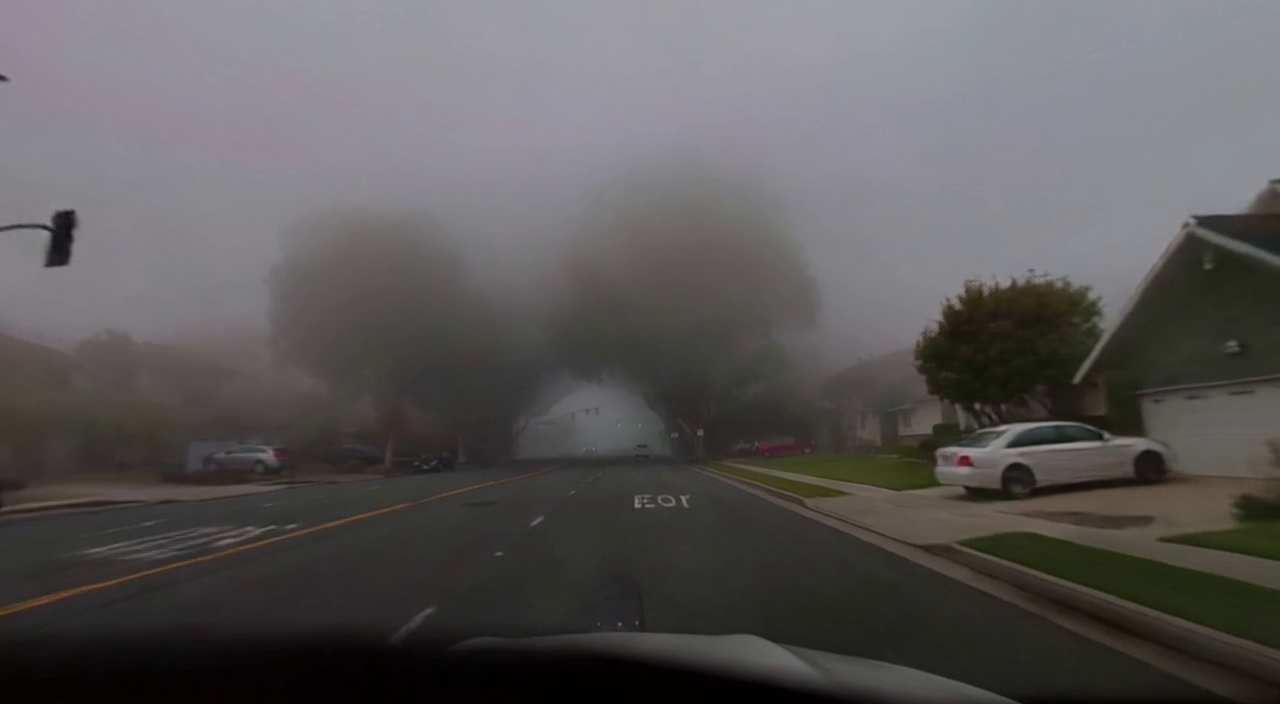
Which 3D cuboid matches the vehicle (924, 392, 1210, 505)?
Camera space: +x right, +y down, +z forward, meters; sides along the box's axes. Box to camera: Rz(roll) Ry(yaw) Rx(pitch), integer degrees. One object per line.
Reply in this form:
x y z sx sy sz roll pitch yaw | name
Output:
9.201 2.095 13.911 4.790 1.681 2.029 -7 -8 -5 | vehicle

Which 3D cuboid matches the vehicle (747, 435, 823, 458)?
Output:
9.944 6.525 43.551 4.660 1.513 2.067 0 -8 -4 | vehicle

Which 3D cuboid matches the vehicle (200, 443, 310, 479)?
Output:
-21.219 6.002 34.966 4.756 1.869 2.042 -1 -8 3 | vehicle

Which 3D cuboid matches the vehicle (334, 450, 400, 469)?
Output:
-21.195 8.326 49.101 4.284 1.431 1.811 0 -8 0 | vehicle

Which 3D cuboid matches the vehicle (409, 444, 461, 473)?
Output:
-14.487 7.509 44.953 2.008 1.908 5.305 0 -8 -1 | vehicle
